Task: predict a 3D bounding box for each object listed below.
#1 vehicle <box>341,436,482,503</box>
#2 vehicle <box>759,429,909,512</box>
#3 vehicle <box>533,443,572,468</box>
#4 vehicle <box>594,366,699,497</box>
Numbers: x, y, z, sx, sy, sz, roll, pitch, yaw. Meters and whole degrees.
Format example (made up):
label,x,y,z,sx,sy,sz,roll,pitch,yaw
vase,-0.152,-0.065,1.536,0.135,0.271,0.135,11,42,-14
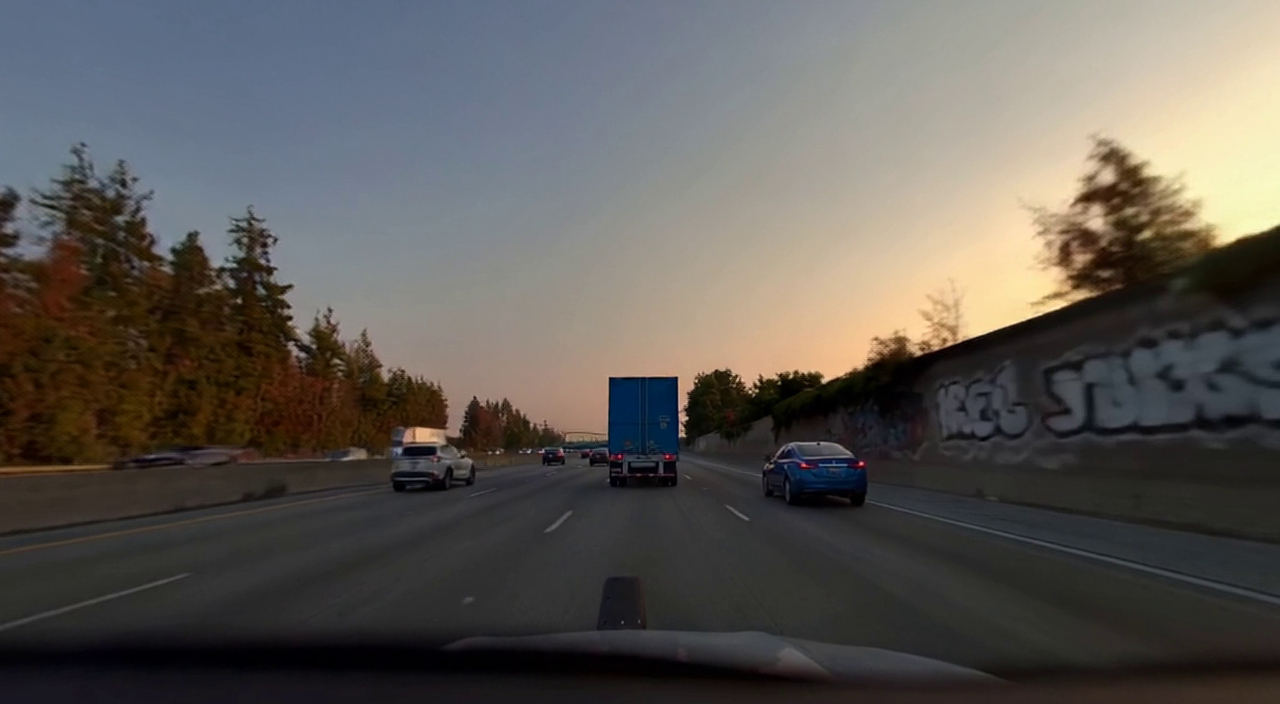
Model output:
label,x,y,z,sx,sy,sz,roll,pitch,yaw
vehicle,-6.337,3.321,18.265,2.134,1.662,4.851,-1,-9,2
vehicle,4.447,2.799,15.311,2.205,1.689,4.403,0,-9,0
vehicle,-6.027,7.164,43.756,2.005,1.607,4.042,-1,-9,2
vehicle,0.120,2.960,22.557,2.915,3.661,9.741,0,-9,-1
